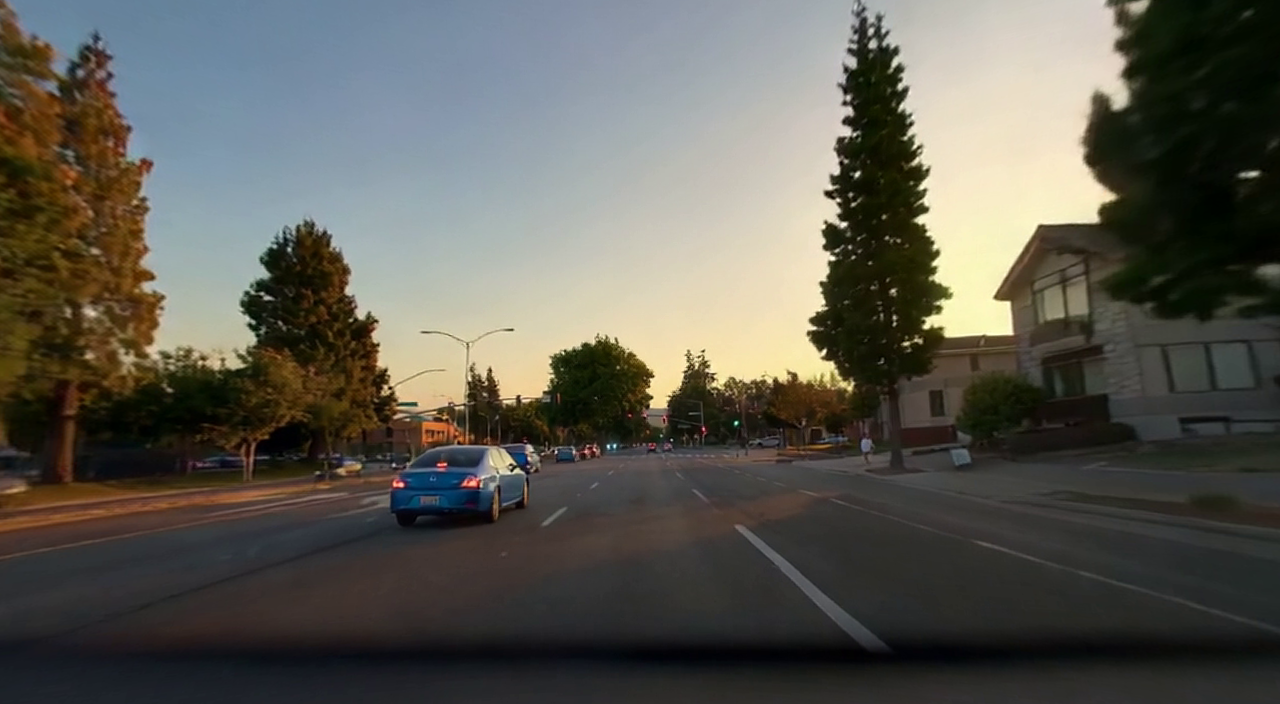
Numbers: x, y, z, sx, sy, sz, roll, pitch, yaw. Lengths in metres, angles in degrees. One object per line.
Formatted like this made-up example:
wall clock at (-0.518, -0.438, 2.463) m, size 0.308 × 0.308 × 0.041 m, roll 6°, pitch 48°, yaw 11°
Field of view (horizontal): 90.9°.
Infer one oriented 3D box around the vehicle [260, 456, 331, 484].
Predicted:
vehicle at (-21.833, 7.468, 40.170) m, size 1.982 × 1.656 × 4.316 m, roll 0°, pitch -9°, yaw 1°

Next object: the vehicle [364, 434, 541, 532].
vehicle at (-3.237, 2.353, 11.951) m, size 1.924 × 1.480 × 4.421 m, roll 0°, pitch -9°, yaw 1°
